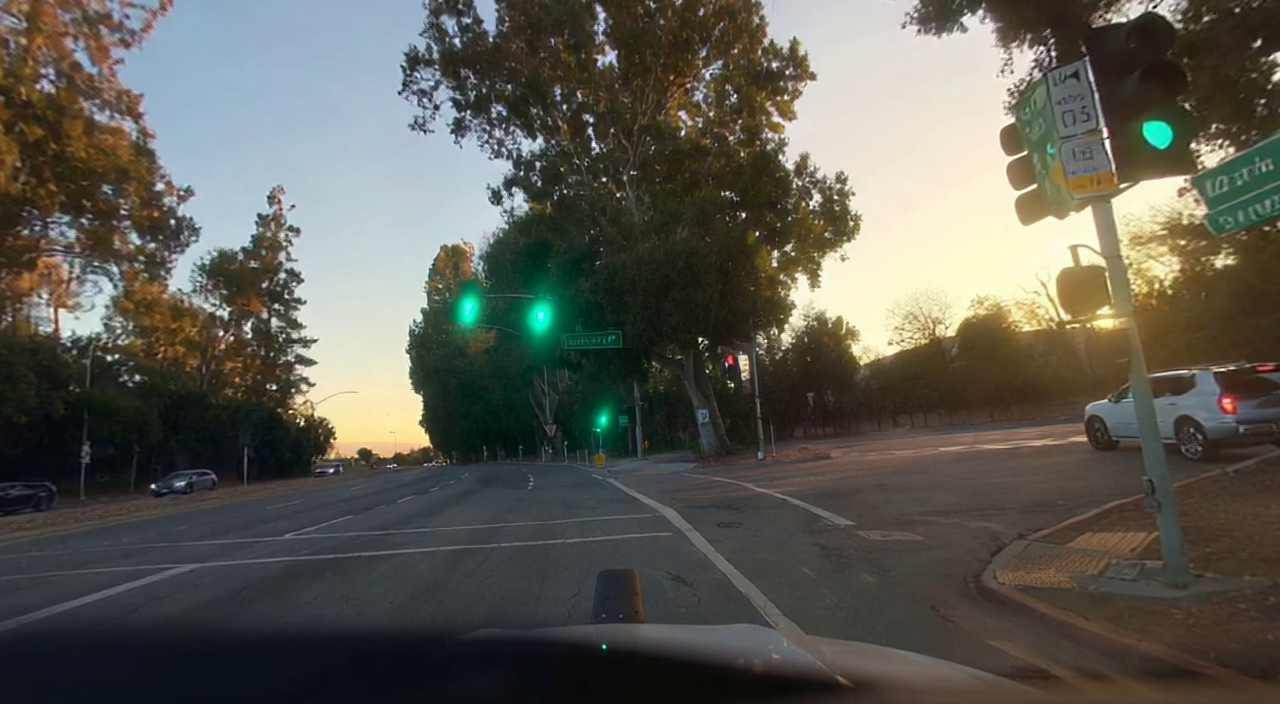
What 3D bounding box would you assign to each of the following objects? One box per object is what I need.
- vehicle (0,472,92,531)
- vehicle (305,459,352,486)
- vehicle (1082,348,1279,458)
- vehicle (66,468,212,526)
[{"bbox_3d":[-22.643,5.499,23.087,2.084,1.775,4.176,-5,-7,-11],"label":"vehicle"},{"bbox_3d":[-21.681,8.394,44.107,1.986,1.492,4.332,-3,-8,-13],"label":"vehicle"},{"bbox_3d":[10.649,1.067,11.784,1.855,1.669,4.529,-3,-9,6],"label":"vehicle"},{"bbox_3d":[-17.408,4.997,22.297,2.078,1.486,4.629,-3,-8,-11],"label":"vehicle"}]
